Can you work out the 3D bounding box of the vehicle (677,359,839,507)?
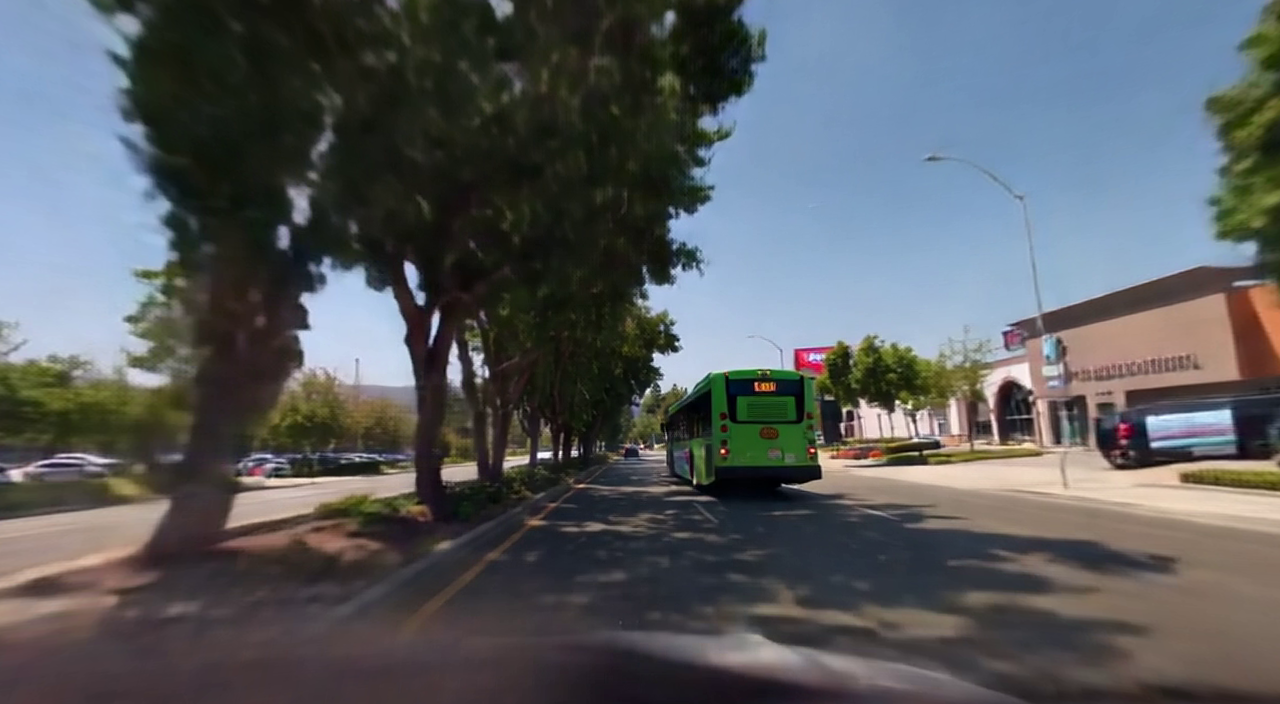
[{"bbox_3d":[2.907,2.478,18.808,2.766,3.306,9.281,0,-8,-2],"label":"vehicle"}]
